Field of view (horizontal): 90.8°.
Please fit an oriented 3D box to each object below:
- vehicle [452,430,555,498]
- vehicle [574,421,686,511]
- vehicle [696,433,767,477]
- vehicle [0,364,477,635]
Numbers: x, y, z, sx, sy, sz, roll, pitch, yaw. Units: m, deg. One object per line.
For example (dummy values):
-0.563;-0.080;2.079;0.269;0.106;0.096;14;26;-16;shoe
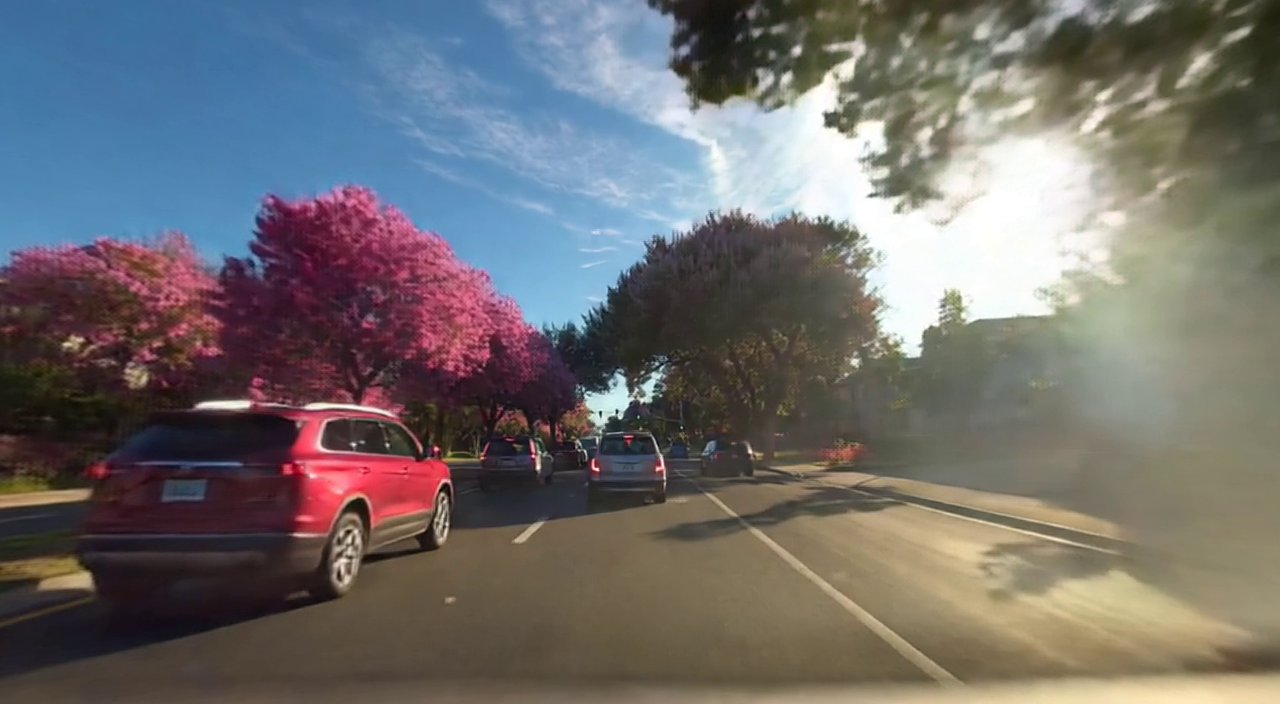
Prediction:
-3.671;3.097;17.832;1.948;1.668;4.279;0;-8;0;vehicle
-0.209;2.465;14.077;2.112;1.693;4.058;0;-8;-1;vehicle
3.734;4.324;26.720;2.188;1.685;4.604;0;-8;-2;vehicle
-3.604;1.392;7.003;2.304;1.928;4.833;0;-8;0;vehicle
